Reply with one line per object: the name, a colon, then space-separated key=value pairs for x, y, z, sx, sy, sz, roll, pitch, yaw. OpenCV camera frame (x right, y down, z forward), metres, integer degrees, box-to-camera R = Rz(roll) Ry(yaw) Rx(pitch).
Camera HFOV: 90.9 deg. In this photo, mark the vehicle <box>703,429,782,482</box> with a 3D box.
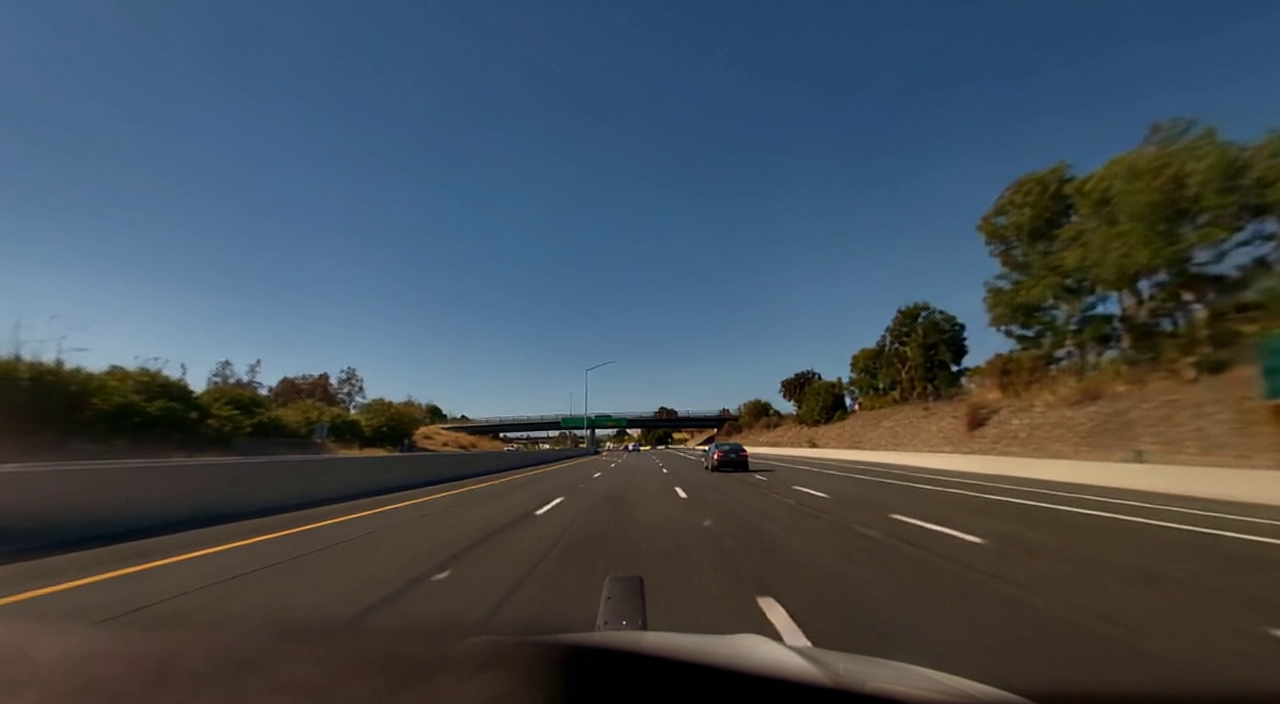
vehicle: x=3.557 y=3.722 z=22.894 sx=2.039 sy=1.701 sz=4.834 roll=0 pitch=-9 yaw=0
